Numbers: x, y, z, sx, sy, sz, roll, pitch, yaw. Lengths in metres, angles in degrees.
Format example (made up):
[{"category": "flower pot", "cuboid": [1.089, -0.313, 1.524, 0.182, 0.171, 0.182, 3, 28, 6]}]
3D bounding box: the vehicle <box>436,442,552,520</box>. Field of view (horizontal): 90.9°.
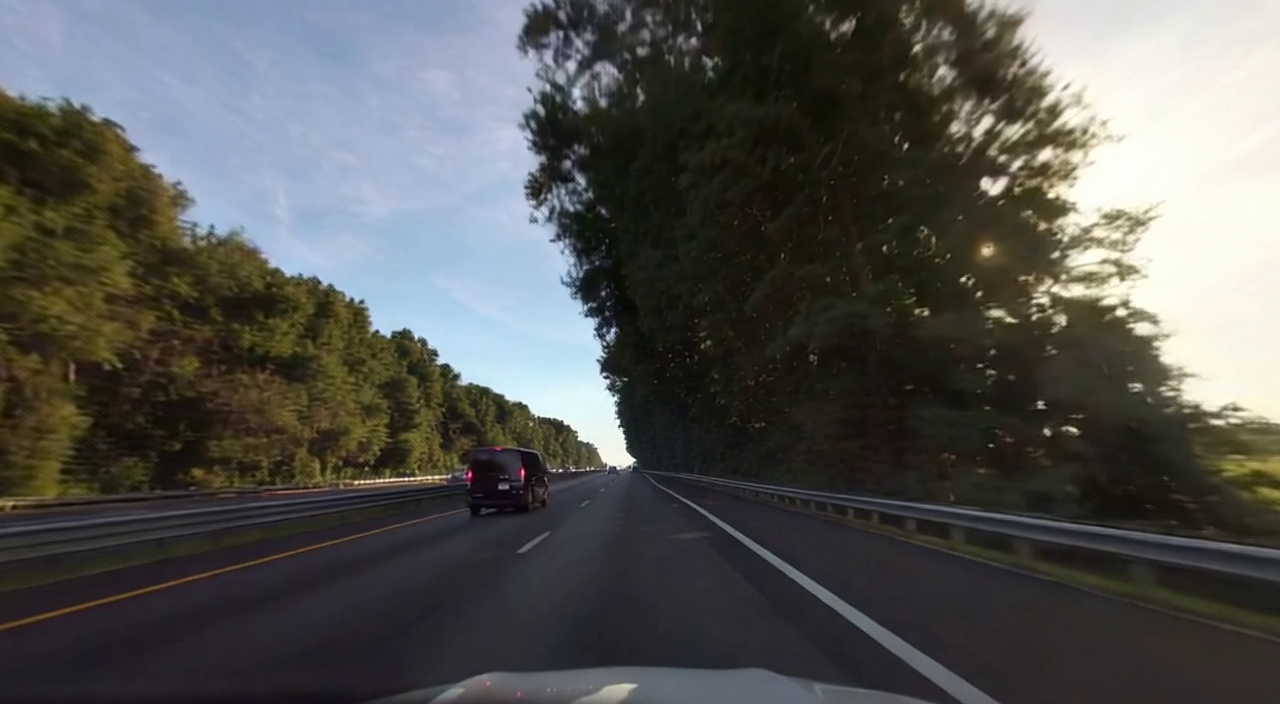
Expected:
[{"category": "vehicle", "cuboid": [-3.857, 3.557, 17.639, 2.100, 1.824, 4.634, 1, -10, 0]}]
